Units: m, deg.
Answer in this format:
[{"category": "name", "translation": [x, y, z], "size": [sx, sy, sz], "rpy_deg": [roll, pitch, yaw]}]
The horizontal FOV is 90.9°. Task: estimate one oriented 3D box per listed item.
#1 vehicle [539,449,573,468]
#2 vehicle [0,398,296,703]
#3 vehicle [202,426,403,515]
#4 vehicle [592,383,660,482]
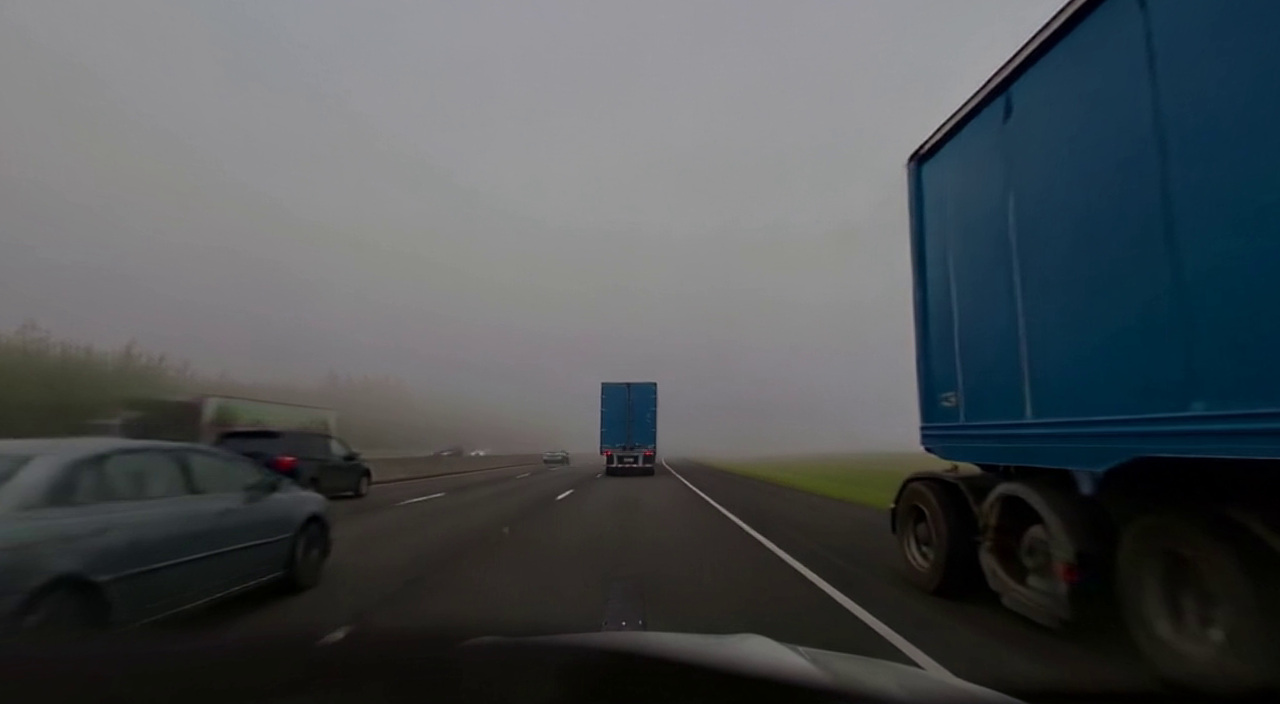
[{"category": "vehicle", "translation": [-6.632, 8.407, 49.905], "size": [1.967, 1.420, 4.473], "rpy_deg": [0, -9, 1]}, {"category": "vehicle", "translation": [-3.452, 0.871, 2.106], "size": [2.092, 1.465, 4.448], "rpy_deg": [0, -9, 0]}, {"category": "vehicle", "translation": [-7.564, 2.703, 14.848], "size": [2.092, 1.742, 4.691], "rpy_deg": [0, -9, 1]}, {"category": "vehicle", "translation": [-0.419, 4.446, 33.610], "size": [2.851, 4.098, 14.436], "rpy_deg": [-1, -9, 1]}]
